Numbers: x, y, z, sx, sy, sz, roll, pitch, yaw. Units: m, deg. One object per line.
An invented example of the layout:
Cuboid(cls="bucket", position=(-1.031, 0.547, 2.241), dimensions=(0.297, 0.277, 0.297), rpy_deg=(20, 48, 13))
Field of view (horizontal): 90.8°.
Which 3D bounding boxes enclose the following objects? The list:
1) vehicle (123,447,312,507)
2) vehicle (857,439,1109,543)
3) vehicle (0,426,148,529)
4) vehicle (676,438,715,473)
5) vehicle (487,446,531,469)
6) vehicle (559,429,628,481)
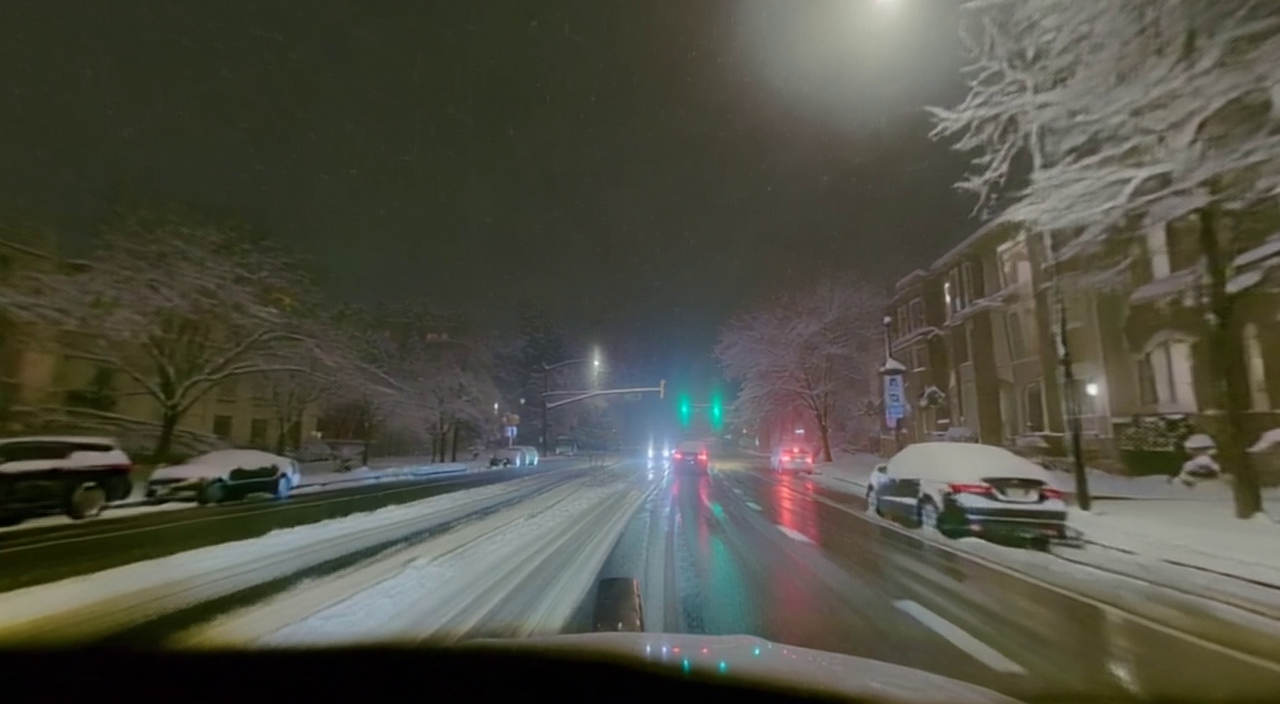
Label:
Cuboid(cls="vehicle", position=(-11.911, 3.495, 18.308), dimensions=(1.782, 1.472, 4.744), rpy_deg=(-1, -8, 7))
Cuboid(cls="vehicle", position=(5.848, 2.388, 11.731), dimensions=(2.104, 1.489, 4.962), rpy_deg=(0, -8, 3))
Cuboid(cls="vehicle", position=(-12.640, 2.395, 12.260), dimensions=(2.115, 1.853, 4.745), rpy_deg=(-1, -8, 4))
Cuboid(cls="vehicle", position=(2.895, 5.290, 32.543), dimensions=(1.852, 1.680, 4.488), rpy_deg=(-1, -8, 6))
Cuboid(cls="vehicle", position=(-8.965, 7.253, 43.533), dimensions=(1.876, 1.492, 3.790), rpy_deg=(-1, -9, 5))
Cuboid(cls="vehicle", position=(-1.706, 3.977, 24.665), dimensions=(1.877, 1.827, 4.298), rpy_deg=(-1, -8, 7))
